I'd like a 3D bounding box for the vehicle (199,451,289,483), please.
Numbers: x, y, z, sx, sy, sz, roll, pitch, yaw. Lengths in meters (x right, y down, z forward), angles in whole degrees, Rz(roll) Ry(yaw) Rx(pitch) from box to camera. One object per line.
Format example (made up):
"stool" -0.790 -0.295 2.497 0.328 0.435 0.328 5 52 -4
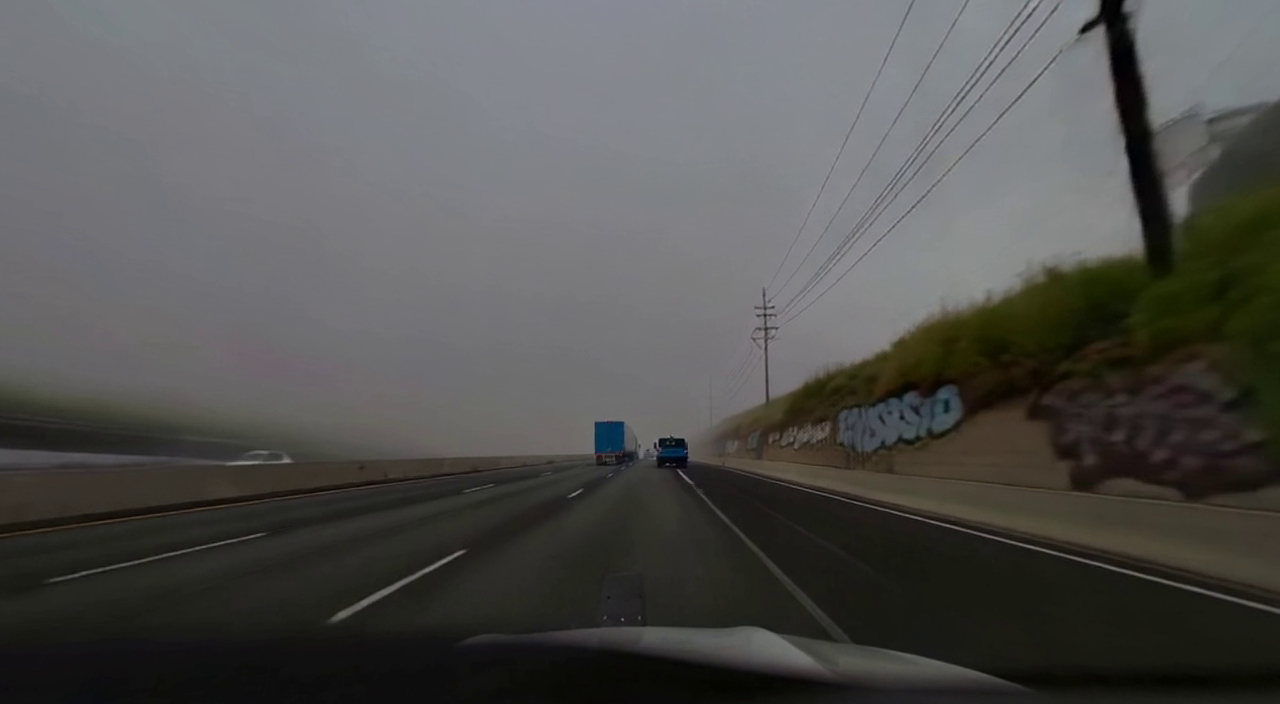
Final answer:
"vehicle" -22.290 6.474 35.745 1.905 1.643 4.747 0 -9 2

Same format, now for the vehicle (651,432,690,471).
"vehicle" 2.161 7.308 46.352 2.462 2.627 5.799 0 -9 -1
